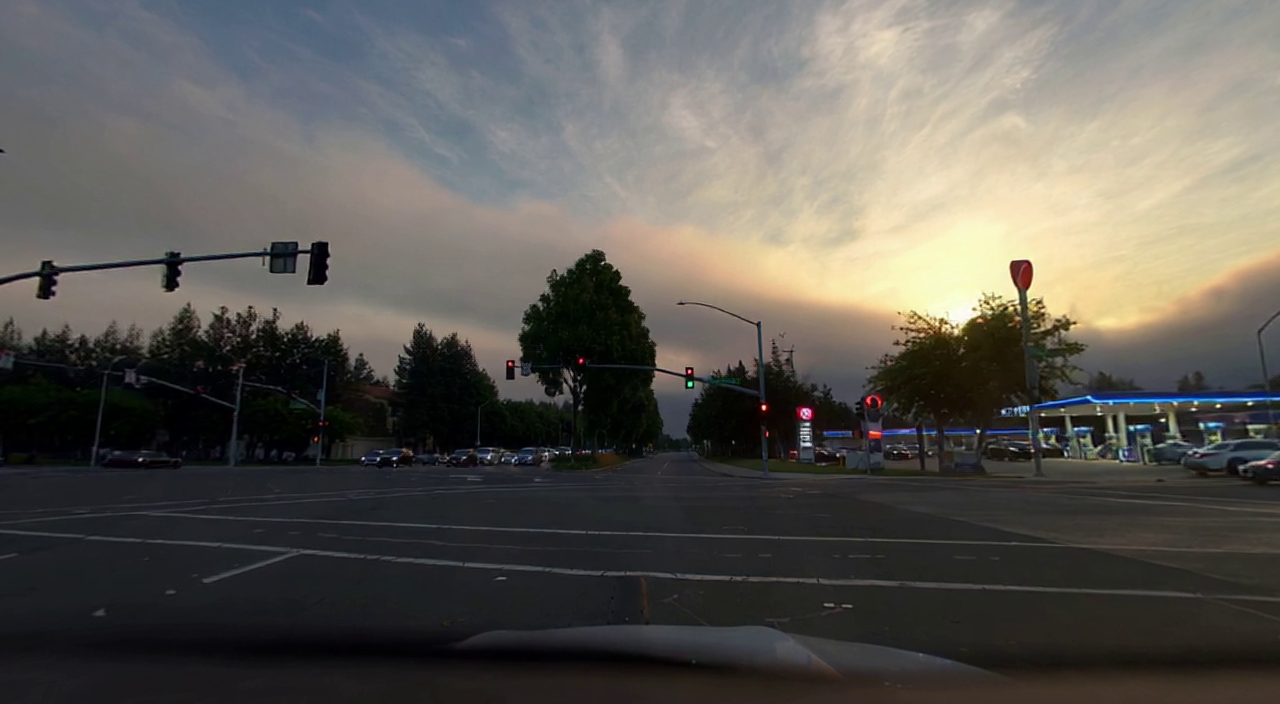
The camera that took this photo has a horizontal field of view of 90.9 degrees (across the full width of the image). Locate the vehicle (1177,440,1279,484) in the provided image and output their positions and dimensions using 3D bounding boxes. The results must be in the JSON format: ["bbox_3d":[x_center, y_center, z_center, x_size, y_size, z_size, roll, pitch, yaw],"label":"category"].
[{"bbox_3d":[22.090,3.781,21.838,4.716,1.455,2.060,-3,-9,17],"label":"vehicle"}]
